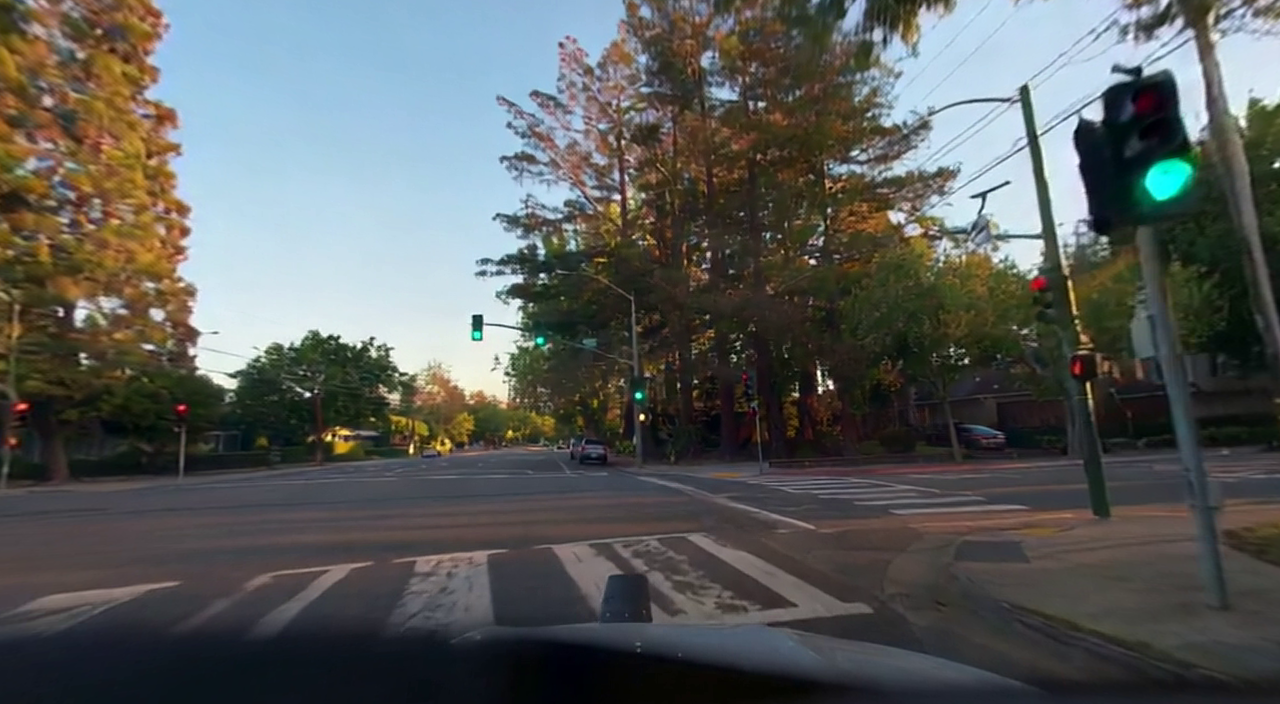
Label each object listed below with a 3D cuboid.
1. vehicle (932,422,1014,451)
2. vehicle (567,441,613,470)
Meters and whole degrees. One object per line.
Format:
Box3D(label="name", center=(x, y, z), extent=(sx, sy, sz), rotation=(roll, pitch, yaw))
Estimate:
Box3D(label="vehicle", center=(20.409, 5.279, 38.865), extent=(2.028, 1.595, 4.554), rotation=(1, -10, -9))
Box3D(label="vehicle", center=(-2.875, 5.777, 35.267), extent=(2.149, 1.507, 4.160), rotation=(1, -9, -10))
